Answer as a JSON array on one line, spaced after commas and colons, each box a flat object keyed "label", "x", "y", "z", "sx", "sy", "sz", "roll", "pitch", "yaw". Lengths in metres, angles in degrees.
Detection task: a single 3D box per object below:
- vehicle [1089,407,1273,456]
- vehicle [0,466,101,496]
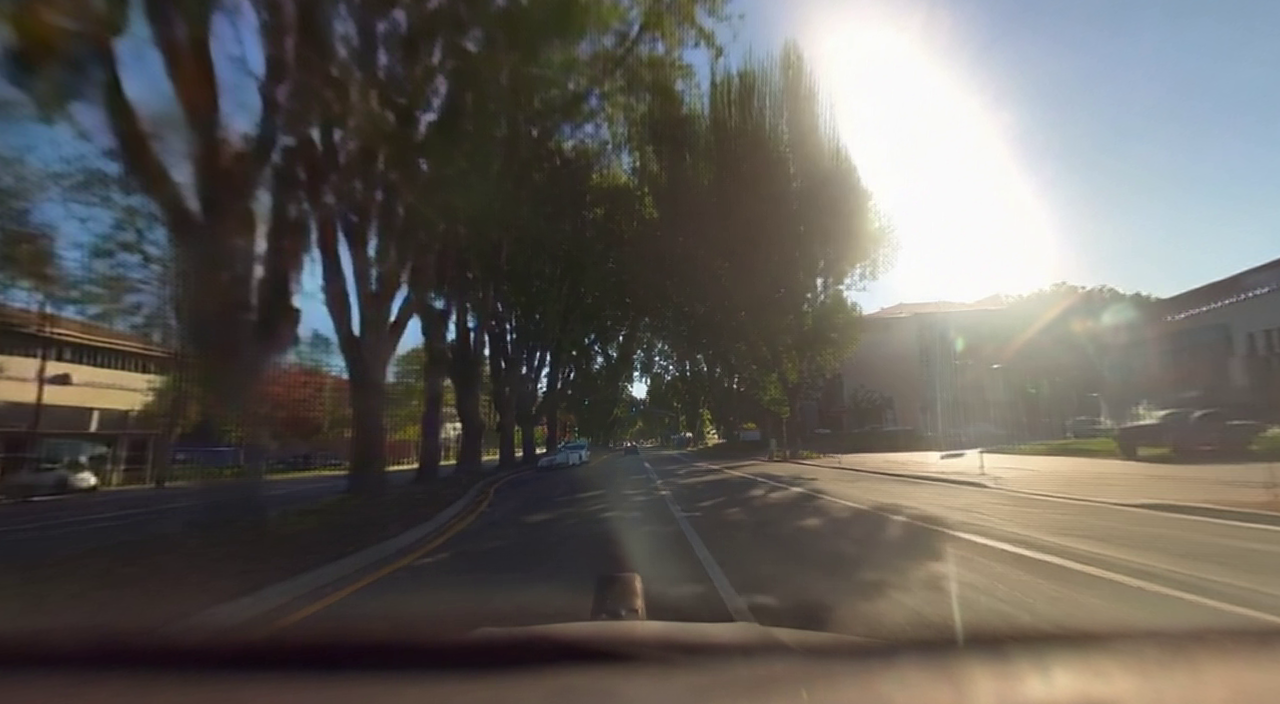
[{"label": "vehicle", "x": 18.980, "y": 2.822, "z": 22.335, "sx": 4.688, "sy": 1.658, "sz": 1.950, "roll": 0, "pitch": -8, "yaw": -1}, {"label": "vehicle", "x": -31.014, "y": 6.708, "z": 33.022, "sx": 3.801, "sy": 1.426, "sz": 1.973, "roll": 0, "pitch": -8, "yaw": -2}]
